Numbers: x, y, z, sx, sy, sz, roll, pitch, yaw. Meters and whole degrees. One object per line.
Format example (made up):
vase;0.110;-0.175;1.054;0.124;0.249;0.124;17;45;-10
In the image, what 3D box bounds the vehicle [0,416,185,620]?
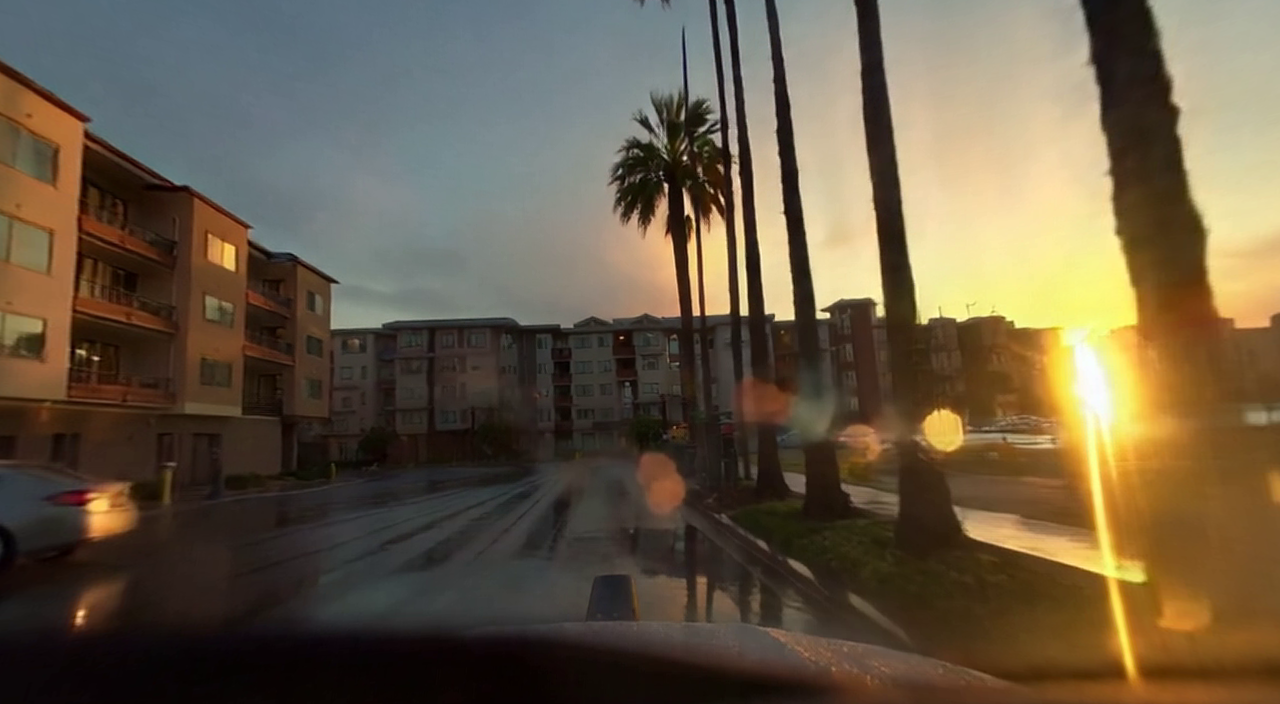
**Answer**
vehicle;-7.161;1.470;5.534;4.803;1.520;1.894;-2;-7;-6
